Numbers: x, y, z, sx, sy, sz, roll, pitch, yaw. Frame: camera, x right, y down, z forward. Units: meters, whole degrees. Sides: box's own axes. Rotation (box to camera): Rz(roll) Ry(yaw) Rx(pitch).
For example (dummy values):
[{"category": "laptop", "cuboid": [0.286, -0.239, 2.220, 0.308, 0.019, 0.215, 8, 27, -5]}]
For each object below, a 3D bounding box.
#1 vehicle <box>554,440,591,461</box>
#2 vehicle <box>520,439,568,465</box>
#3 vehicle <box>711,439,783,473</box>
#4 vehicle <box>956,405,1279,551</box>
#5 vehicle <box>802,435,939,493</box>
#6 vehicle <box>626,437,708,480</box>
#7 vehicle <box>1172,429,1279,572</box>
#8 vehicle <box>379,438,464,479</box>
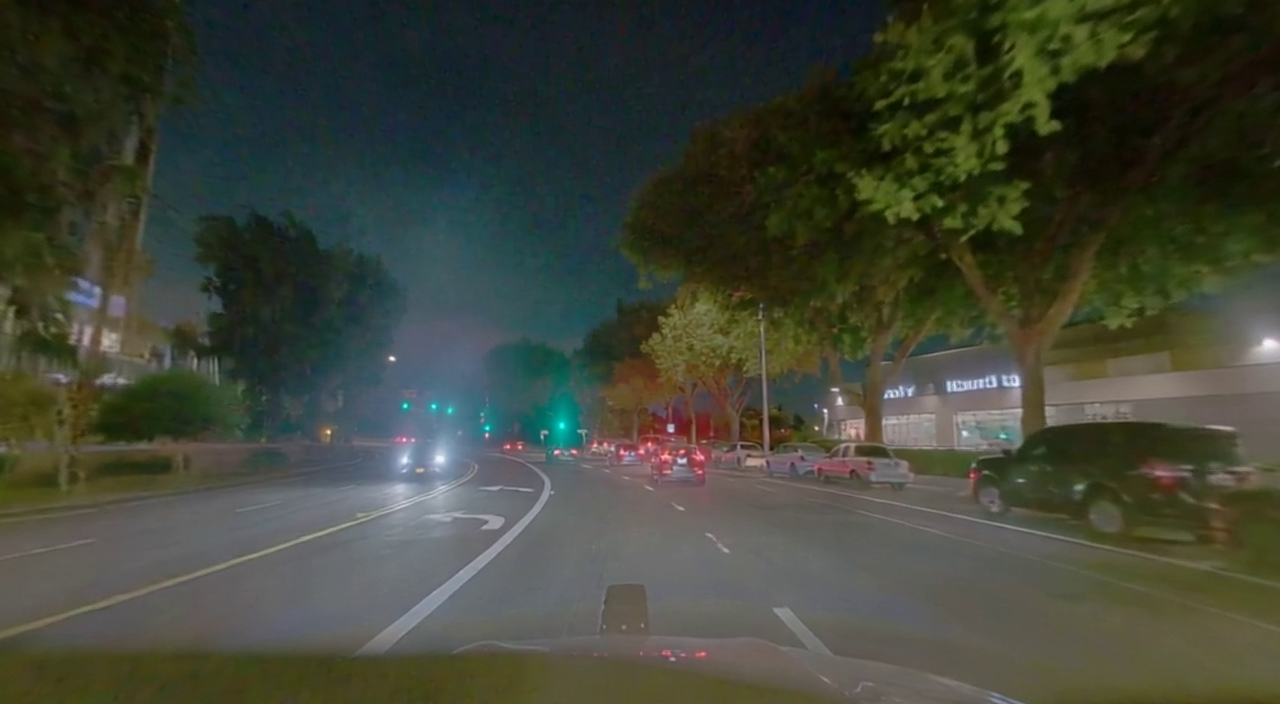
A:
[{"category": "vehicle", "cuboid": [-5.129, 7.415, 47.585, 1.957, 1.463, 4.701, 2, -9, -16]}, {"category": "vehicle", "cuboid": [-6.234, 6.406, 40.569, 2.308, 1.535, 4.811, 2, -9, -17]}, {"category": "vehicle", "cuboid": [4.896, 4.814, 29.515, 1.820, 1.450, 4.408, 2, -9, -12]}, {"category": "vehicle", "cuboid": [7.330, 1.862, 9.965, 2.070, 1.758, 4.392, 1, -8, -5]}, {"category": "vehicle", "cuboid": [6.615, 3.264, 18.757, 1.890, 1.488, 4.567, 1, -9, -7]}, {"category": "vehicle", "cuboid": [0.914, 4.105, 24.548, 2.280, 1.472, 4.426, 1, -9, -10]}, {"category": "vehicle", "cuboid": [7.525, 1.371, 5.417, 1.972, 1.429, 4.487, 2, -10, 0]}, {"category": "vehicle", "cuboid": [-8.778, 4.313, 25.747, 2.325, 1.509, 4.340, 1, -9, -6]}]
